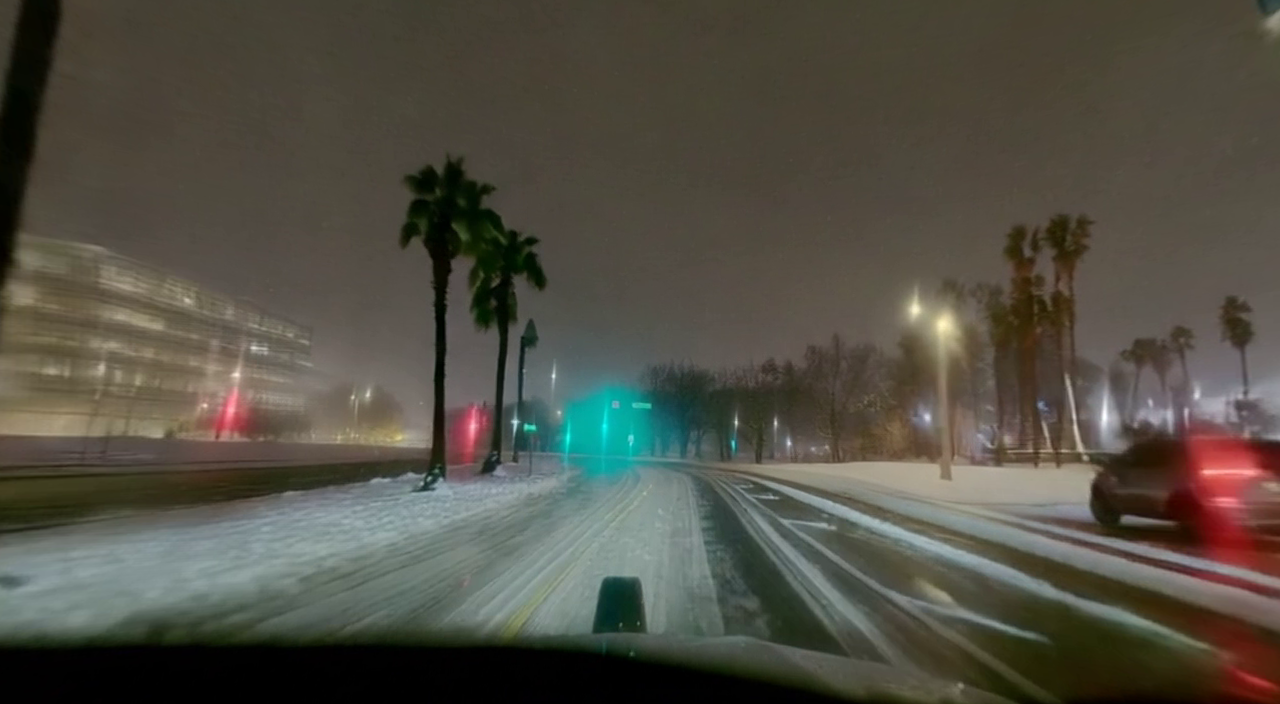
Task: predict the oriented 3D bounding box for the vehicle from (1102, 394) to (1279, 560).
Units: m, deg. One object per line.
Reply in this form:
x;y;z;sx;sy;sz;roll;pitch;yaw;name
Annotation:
9.017;1.775;9.240;1.813;2.150;3.038;4;-7;-18;vehicle
